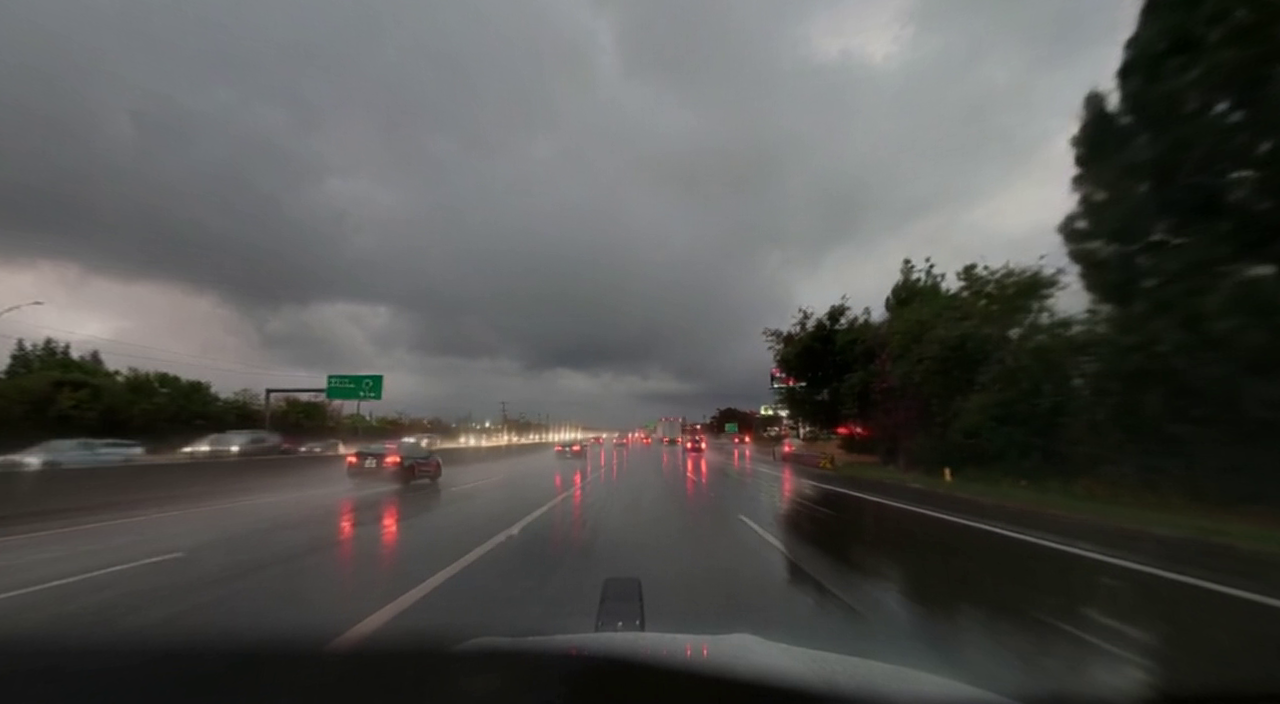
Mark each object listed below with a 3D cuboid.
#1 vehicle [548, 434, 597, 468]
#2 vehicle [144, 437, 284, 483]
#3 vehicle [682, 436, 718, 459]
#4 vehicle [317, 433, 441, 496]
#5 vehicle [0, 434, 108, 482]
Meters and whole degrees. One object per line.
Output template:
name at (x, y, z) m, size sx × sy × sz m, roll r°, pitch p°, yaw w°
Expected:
vehicle at (-3.355, 5.047, 32.081) m, size 2.001 × 1.577 × 4.055 m, roll 0°, pitch -9°, yaw 1°
vehicle at (-16.118, 4.102, 24.207) m, size 1.944 × 1.535 × 4.831 m, roll 0°, pitch -9°, yaw 0°
vehicle at (4.202, 6.855, 44.975) m, size 2.135 × 1.532 × 4.506 m, roll 0°, pitch -9°, yaw 0°
vehicle at (-7.102, 3.085, 17.569) m, size 1.865 × 1.518 × 3.620 m, roll 0°, pitch -9°, yaw 1°
vehicle at (-23.148, 3.974, 23.887) m, size 1.964 × 1.642 × 4.444 m, roll 0°, pitch -9°, yaw 0°
